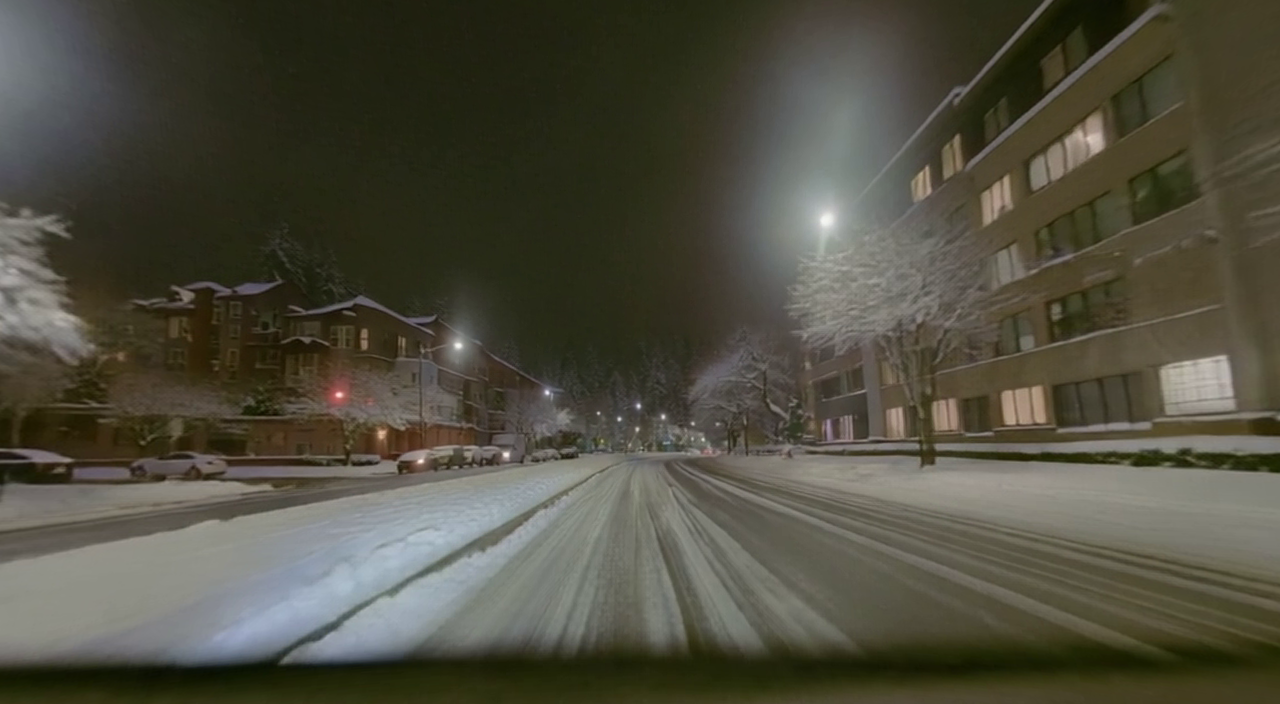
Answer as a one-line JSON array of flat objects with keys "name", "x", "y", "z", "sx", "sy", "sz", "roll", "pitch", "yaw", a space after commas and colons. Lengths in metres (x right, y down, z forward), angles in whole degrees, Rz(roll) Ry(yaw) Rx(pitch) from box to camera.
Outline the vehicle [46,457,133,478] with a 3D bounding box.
[{"name": "vehicle", "x": -39.299, "y": 8.255, "z": 45.198, "sx": 4.461, "sy": 1.410, "sz": 1.789, "roll": 0, "pitch": -8, "yaw": -1}]

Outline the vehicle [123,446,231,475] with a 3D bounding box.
[{"name": "vehicle", "x": -33.024, "y": 7.731, "z": 45.199, "sx": 5.722, "sy": 2.038, "sz": 2.444, "roll": 0, "pitch": -9, "yaw": 0}]
